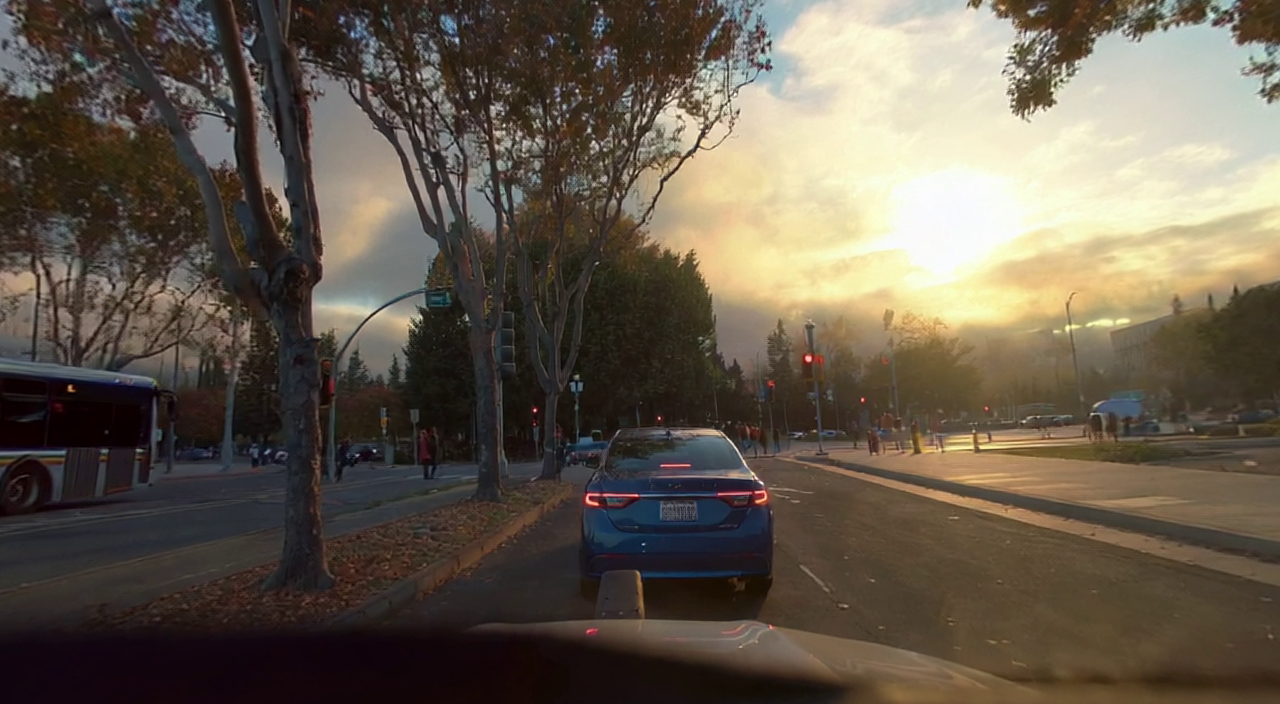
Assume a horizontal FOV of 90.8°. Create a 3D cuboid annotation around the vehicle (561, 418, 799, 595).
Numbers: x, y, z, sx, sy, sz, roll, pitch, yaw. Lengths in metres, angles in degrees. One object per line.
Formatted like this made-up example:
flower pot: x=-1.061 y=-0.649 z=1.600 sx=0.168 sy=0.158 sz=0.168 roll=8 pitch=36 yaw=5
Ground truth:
vehicle: x=0.379 y=1.615 z=7.391 sx=2.035 sy=1.499 sz=3.799 roll=0 pitch=-8 yaw=1
